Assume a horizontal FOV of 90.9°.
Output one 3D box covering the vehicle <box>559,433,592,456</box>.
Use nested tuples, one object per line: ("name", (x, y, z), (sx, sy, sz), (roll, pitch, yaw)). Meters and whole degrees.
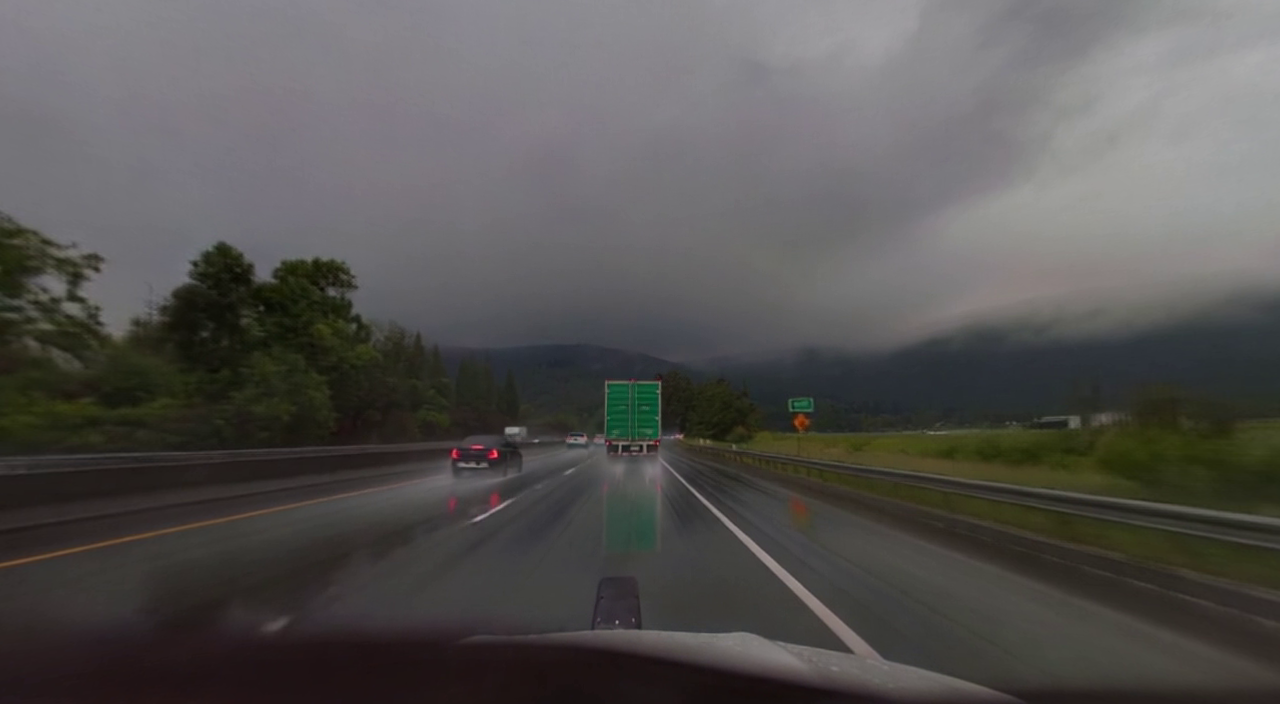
("vehicle", (-5.037, 7.335, 49.948), (2.138, 1.697, 4.587), (0, -8, 0))

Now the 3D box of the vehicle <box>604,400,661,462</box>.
("vehicle", (-0.299, 3.292, 26.247), (2.319, 2.461, 1.270), (0, -8, 0))

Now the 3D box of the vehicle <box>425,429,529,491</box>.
("vehicle", (-4.445, 2.986, 17.810), (1.909, 1.520, 3.897), (0, -8, 0))
